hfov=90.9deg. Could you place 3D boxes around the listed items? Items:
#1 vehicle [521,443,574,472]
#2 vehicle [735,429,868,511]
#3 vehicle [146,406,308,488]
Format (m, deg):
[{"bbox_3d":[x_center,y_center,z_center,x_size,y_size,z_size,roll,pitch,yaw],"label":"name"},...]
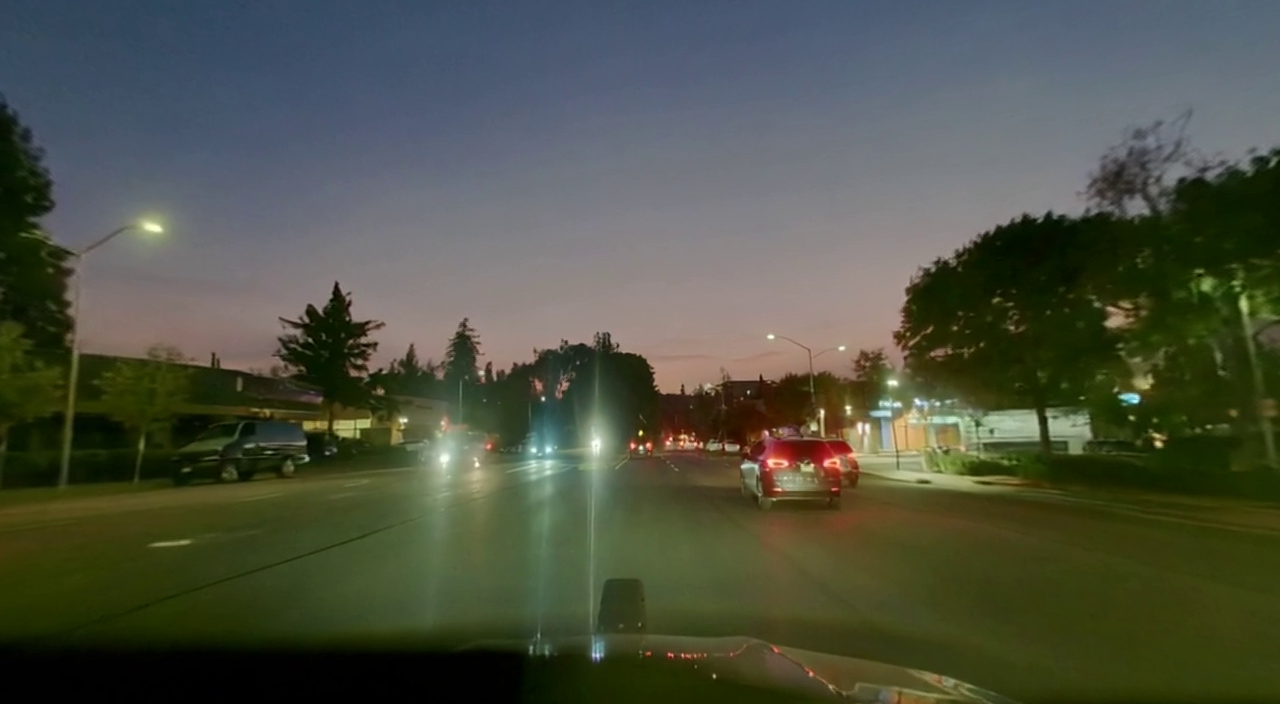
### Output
[{"bbox_3d":[-4.693,5.427,32.701,2.084,1.415,4.580,0,-9,-1],"label":"vehicle"},{"bbox_3d":[3.602,2.711,14.896,2.072,1.669,3.836,0,-9,-1],"label":"vehicle"},{"bbox_3d":[-18.868,4.411,29.483,2.783,3.367,6.723,0,-9,1],"label":"vehicle"}]
